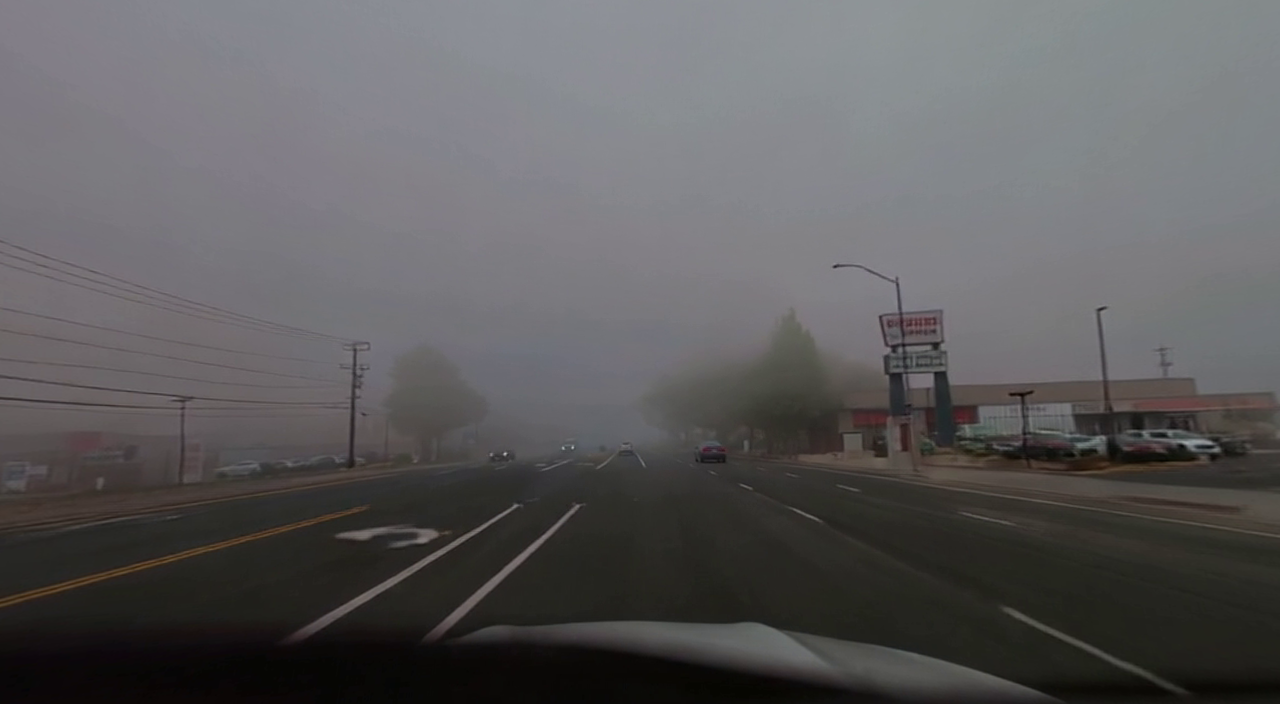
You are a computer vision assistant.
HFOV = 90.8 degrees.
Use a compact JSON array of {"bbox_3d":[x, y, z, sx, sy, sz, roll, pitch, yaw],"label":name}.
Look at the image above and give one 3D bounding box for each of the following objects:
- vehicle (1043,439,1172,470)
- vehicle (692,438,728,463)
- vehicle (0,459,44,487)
[{"bbox_3d":[23.469,5.162,31.903,1.886,1.438,4.742,6,-10,-33],"label":"vehicle"},{"bbox_3d":[4.927,7.019,44.961,1.957,1.643,4.226,0,-9,-2],"label":"vehicle"},{"bbox_3d":[-47.256,9.213,48.205,2.057,1.921,4.995,7,-11,-39],"label":"vehicle"}]
